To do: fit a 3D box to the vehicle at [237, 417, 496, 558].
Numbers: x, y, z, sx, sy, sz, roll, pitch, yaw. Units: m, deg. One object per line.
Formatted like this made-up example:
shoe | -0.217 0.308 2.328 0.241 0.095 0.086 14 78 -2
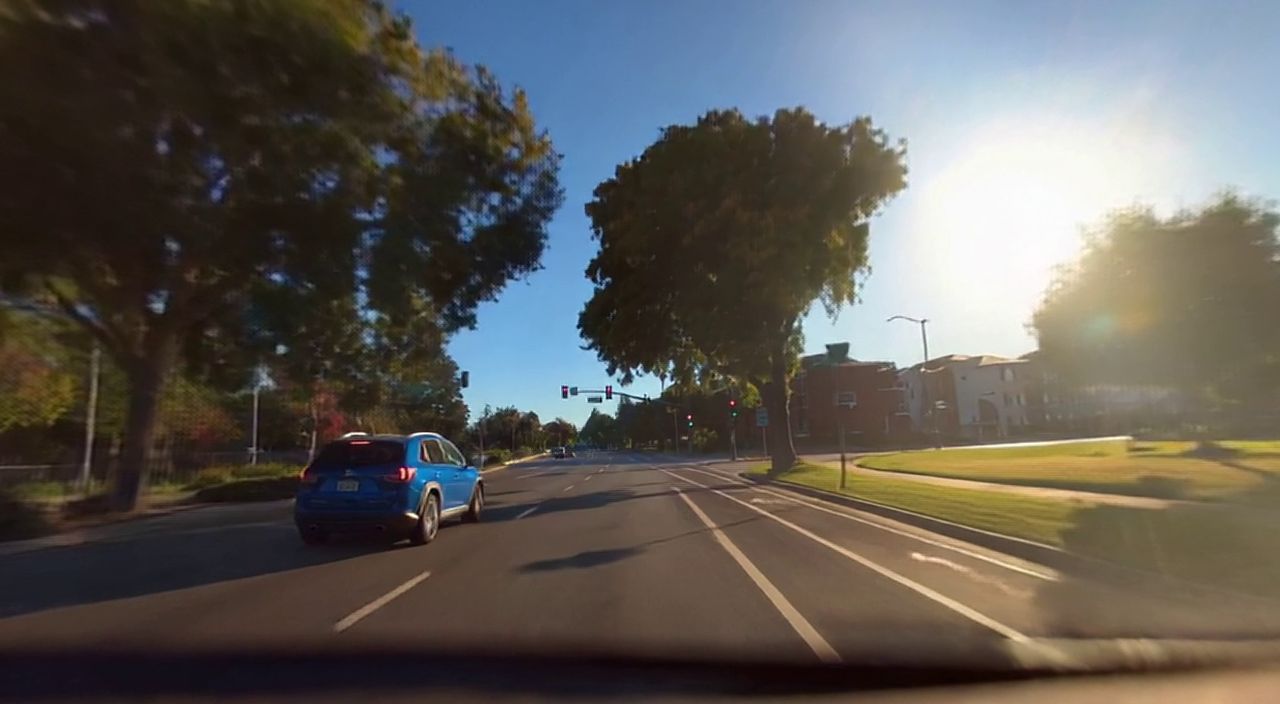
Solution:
vehicle | -3.887 2.007 10.056 2.121 1.724 4.392 0 -9 0
